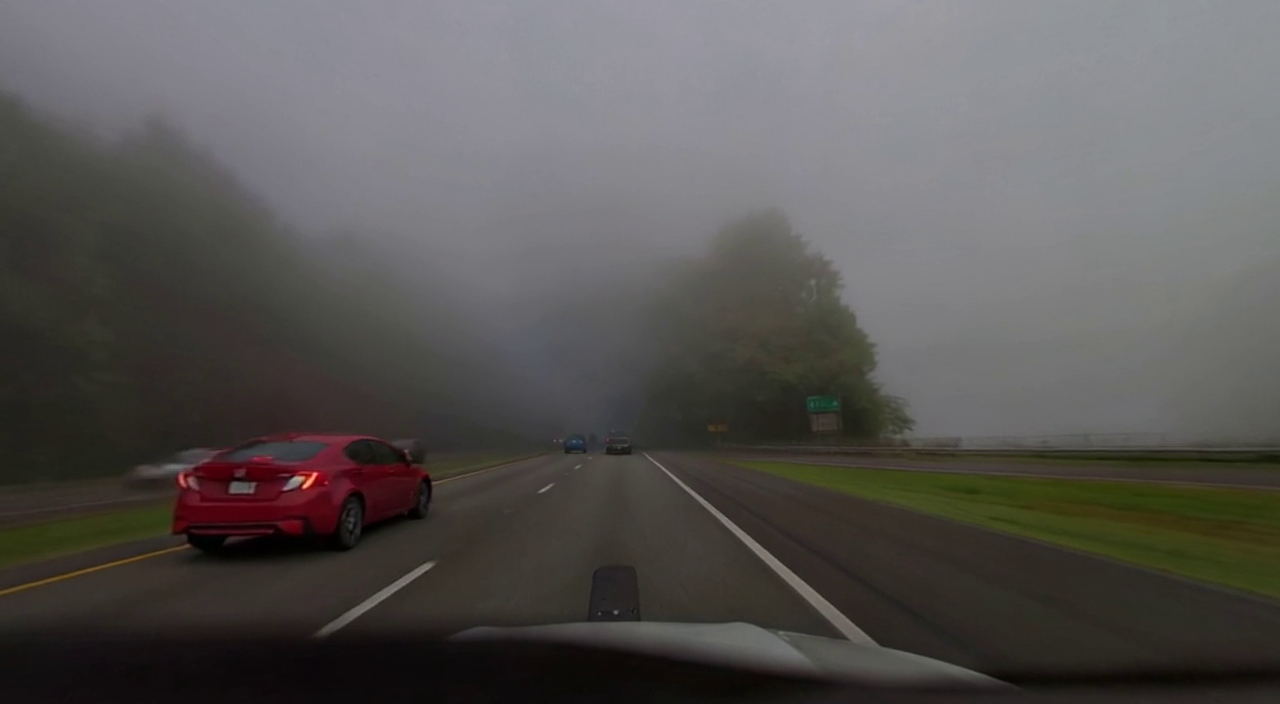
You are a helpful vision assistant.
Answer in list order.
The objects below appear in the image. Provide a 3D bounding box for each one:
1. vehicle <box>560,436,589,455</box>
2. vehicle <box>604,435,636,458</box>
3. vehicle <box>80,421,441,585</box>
[{"bbox_3d":[-5.049,7.253,48.979,1.907,1.445,4.049,0,-8,-1],"label":"vehicle"},{"bbox_3d":[-1.386,6.610,44.267,2.162,1.460,4.242,0,-8,-2],"label":"vehicle"},{"bbox_3d":[-4.115,1.654,7.853,1.958,1.477,4.121,0,-8,-1],"label":"vehicle"}]
